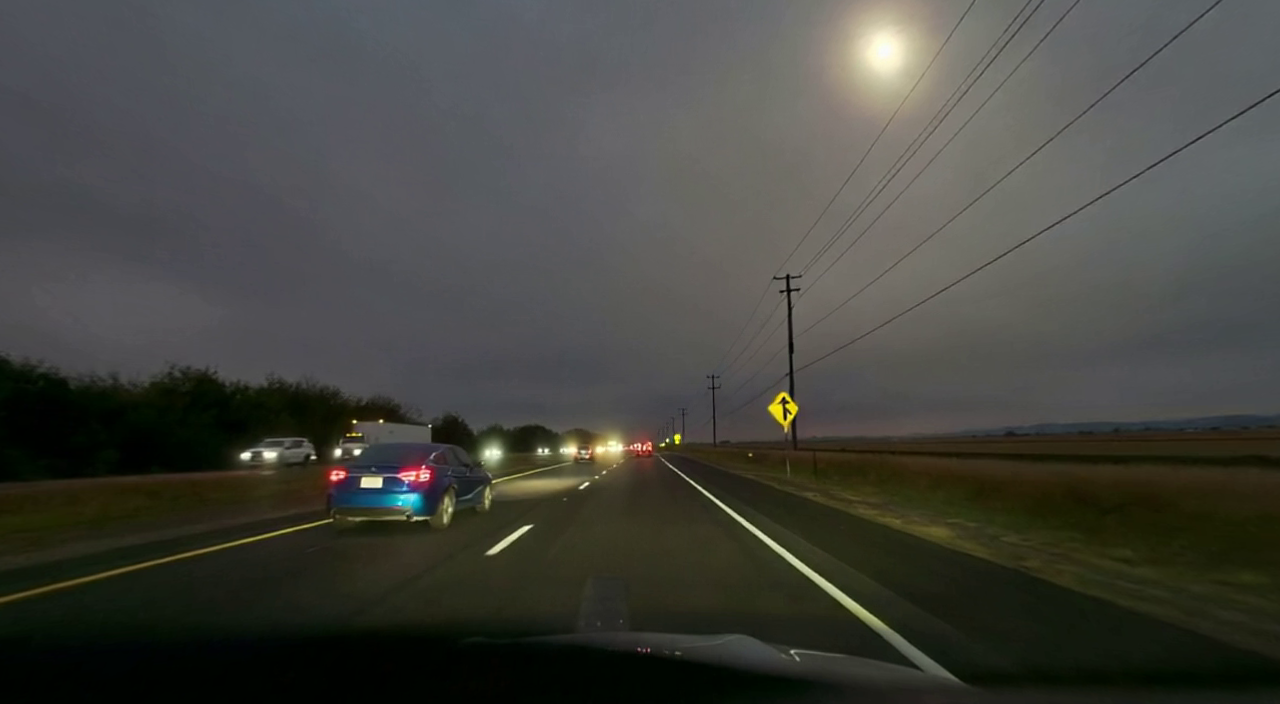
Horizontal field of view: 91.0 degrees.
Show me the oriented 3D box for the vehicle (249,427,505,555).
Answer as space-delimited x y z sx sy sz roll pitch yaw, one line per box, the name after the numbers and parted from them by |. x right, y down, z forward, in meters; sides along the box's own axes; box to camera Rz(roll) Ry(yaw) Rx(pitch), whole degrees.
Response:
-3.862 2.138 10.462 2.120 1.597 4.810 0 -9 1 | vehicle

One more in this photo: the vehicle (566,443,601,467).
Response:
-3.803 7.053 43.254 1.953 1.517 4.407 0 -9 1 | vehicle
